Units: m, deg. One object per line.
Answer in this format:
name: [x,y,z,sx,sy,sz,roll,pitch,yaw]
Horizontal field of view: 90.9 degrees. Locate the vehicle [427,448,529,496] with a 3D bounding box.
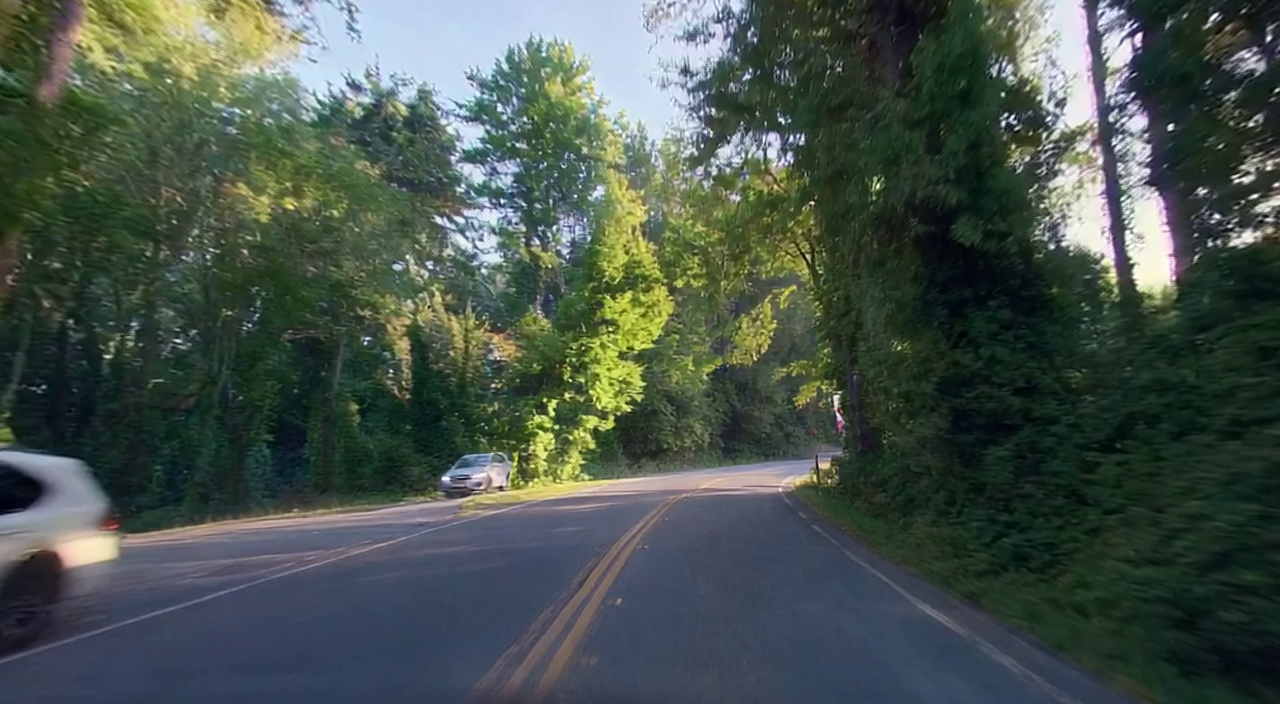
vehicle: [-5.196,3.885,20.730,1.811,1.428,3.647,-2,-9,11]

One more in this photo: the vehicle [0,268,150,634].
vehicle: [-6.033,0.373,2.431,2.362,2.671,6.942,0,-9,3]
